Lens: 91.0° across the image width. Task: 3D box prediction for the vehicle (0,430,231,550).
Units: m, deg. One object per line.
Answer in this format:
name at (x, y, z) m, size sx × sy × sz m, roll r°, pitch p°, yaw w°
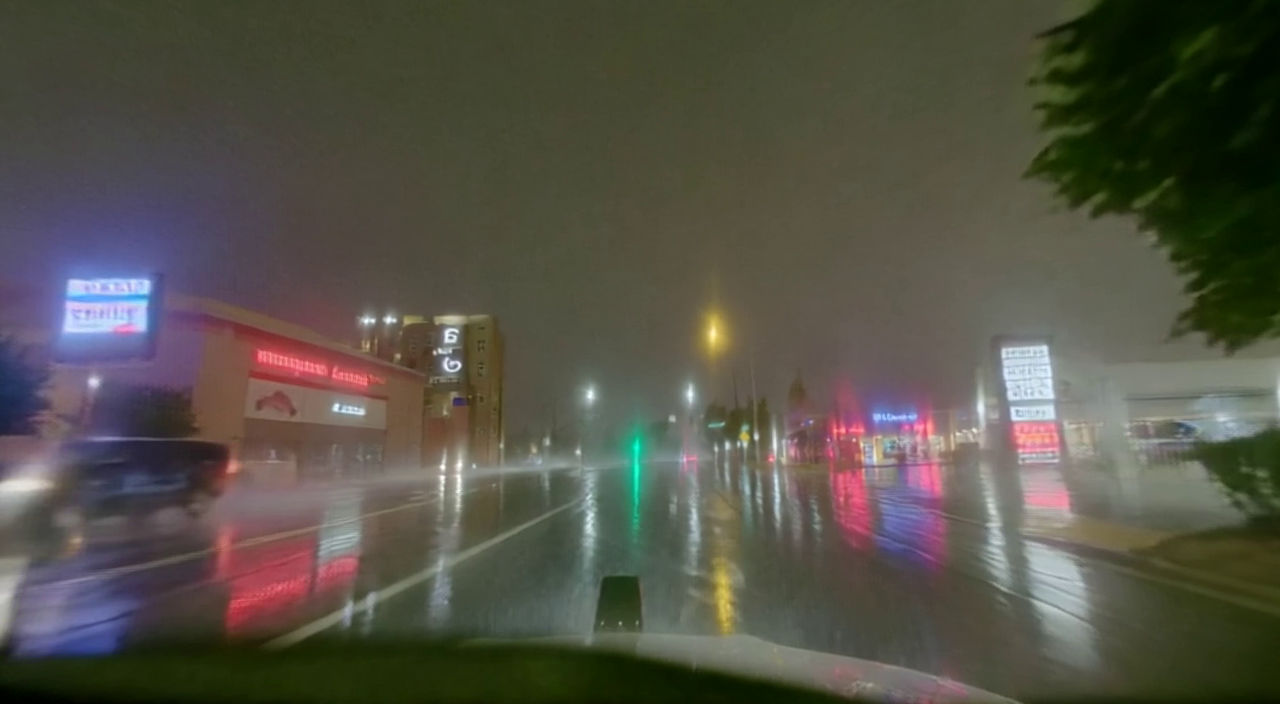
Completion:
vehicle at (-10.267, 2.416, 11.739) m, size 2.209 × 1.773 × 4.481 m, roll 0°, pitch -9°, yaw 0°
